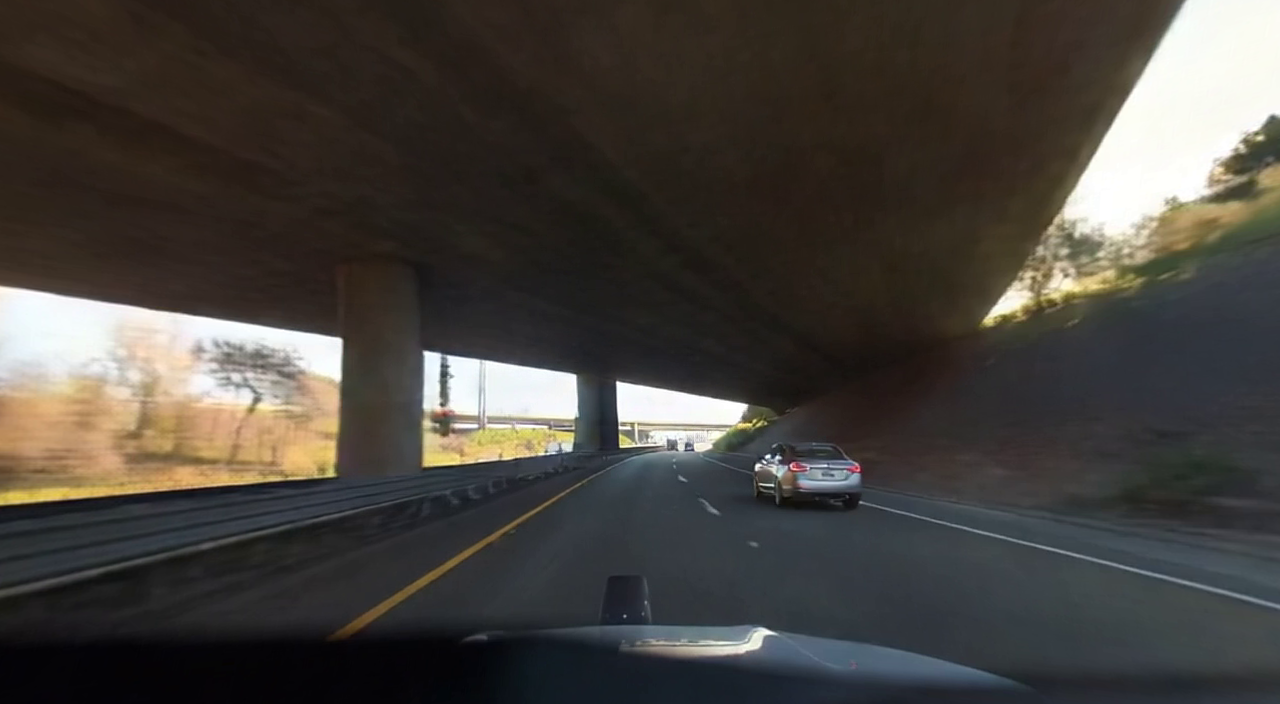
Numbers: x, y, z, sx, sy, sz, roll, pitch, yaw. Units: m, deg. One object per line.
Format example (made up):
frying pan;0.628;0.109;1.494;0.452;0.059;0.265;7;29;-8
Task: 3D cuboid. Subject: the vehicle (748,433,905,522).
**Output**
vehicle;3.590;2.482;13.012;1.997;1.515;4.025;0;-8;0
